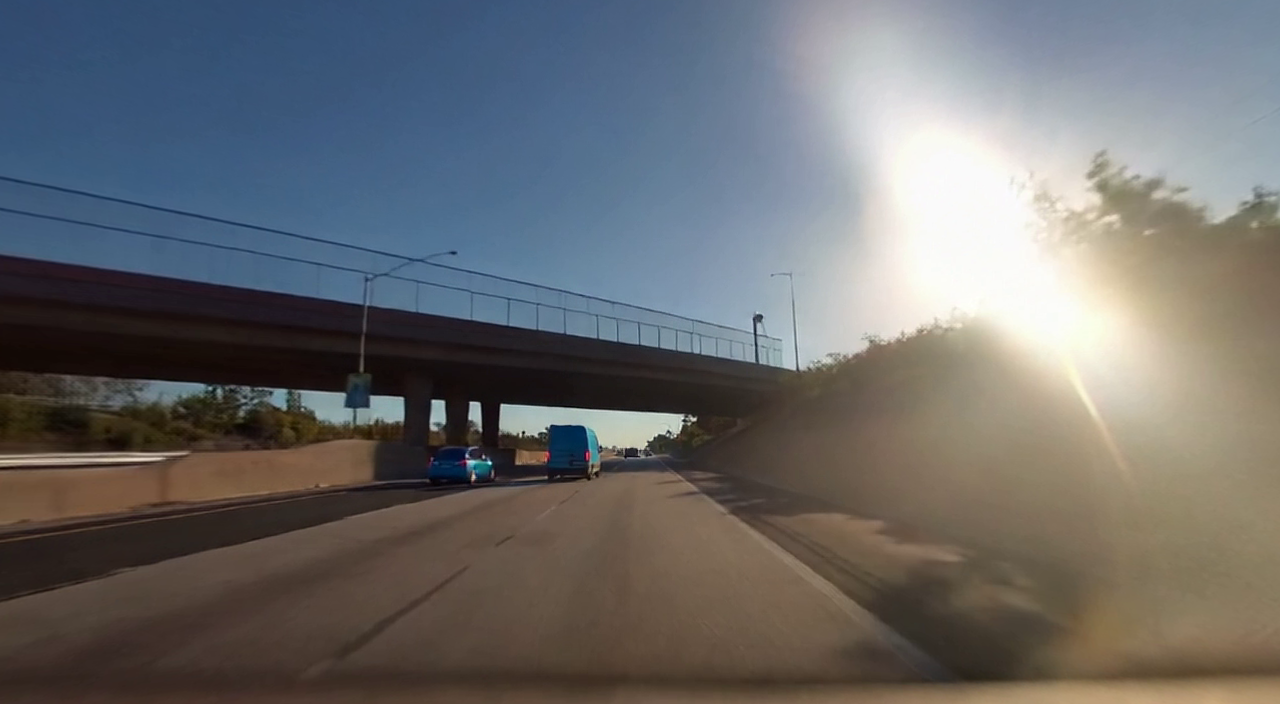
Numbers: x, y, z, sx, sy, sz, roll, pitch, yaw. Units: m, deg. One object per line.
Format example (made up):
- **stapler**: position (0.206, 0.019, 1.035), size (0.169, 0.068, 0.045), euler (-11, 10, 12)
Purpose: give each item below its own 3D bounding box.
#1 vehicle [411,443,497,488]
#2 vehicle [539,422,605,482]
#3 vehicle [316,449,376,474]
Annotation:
- **vehicle**: position (-7.502, 4.603, 25.929), size (2.164, 1.664, 4.252), euler (0, -9, 1)
- **vehicle**: position (-3.102, 4.795, 30.348), size (2.437, 2.565, 5.829), euler (0, -9, 1)
- **vehicle**: position (-19.560, 7.306, 42.188), size (1.860, 1.533, 4.386), euler (0, -9, 1)
